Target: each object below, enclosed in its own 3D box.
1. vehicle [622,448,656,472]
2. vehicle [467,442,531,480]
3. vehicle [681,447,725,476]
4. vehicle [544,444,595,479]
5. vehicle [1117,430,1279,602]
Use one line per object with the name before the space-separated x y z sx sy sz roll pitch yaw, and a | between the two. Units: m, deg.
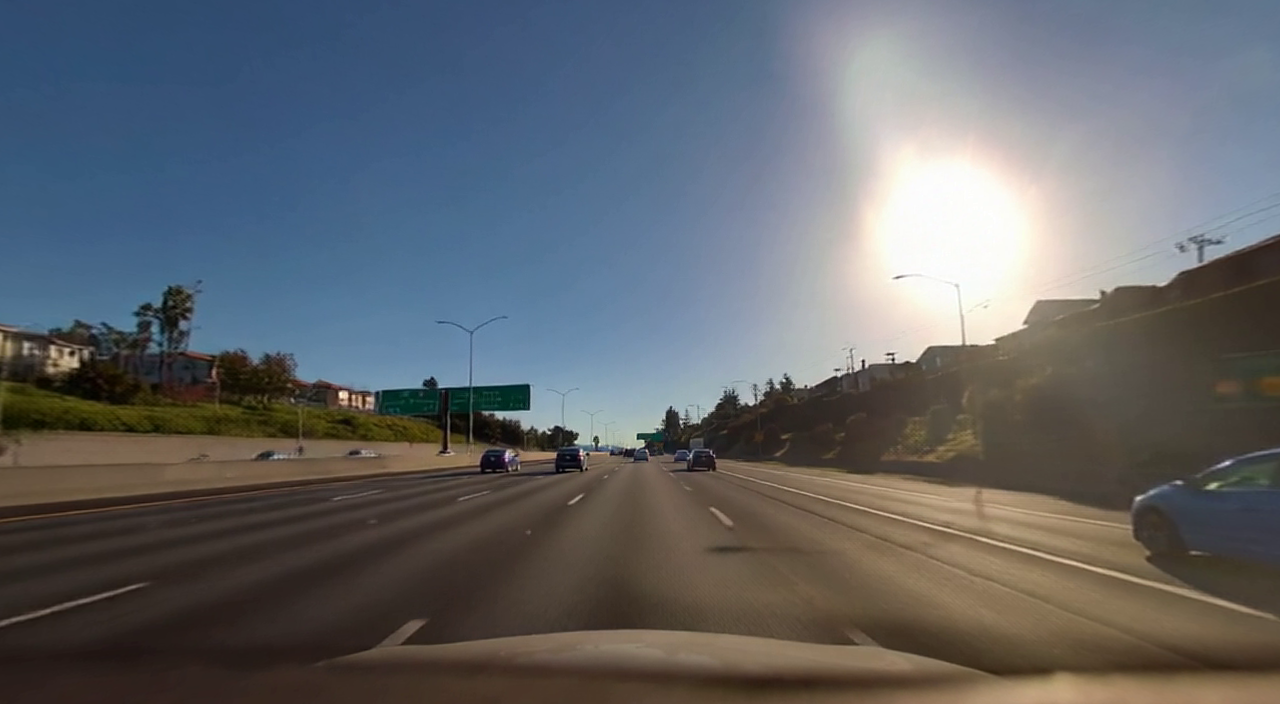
vehicle | -0.069 7.270 42.627 2.166 1.496 4.158 0 -9 0
vehicle | -6.906 5.346 31.291 2.112 1.721 4.381 0 -9 1
vehicle | 3.625 6.380 36.939 2.077 1.527 4.553 0 -9 -1
vehicle | -3.578 5.616 32.689 2.091 1.664 4.157 0 -9 1
vehicle | 6.938 1.479 5.512 1.981 1.587 4.519 0 -9 0
